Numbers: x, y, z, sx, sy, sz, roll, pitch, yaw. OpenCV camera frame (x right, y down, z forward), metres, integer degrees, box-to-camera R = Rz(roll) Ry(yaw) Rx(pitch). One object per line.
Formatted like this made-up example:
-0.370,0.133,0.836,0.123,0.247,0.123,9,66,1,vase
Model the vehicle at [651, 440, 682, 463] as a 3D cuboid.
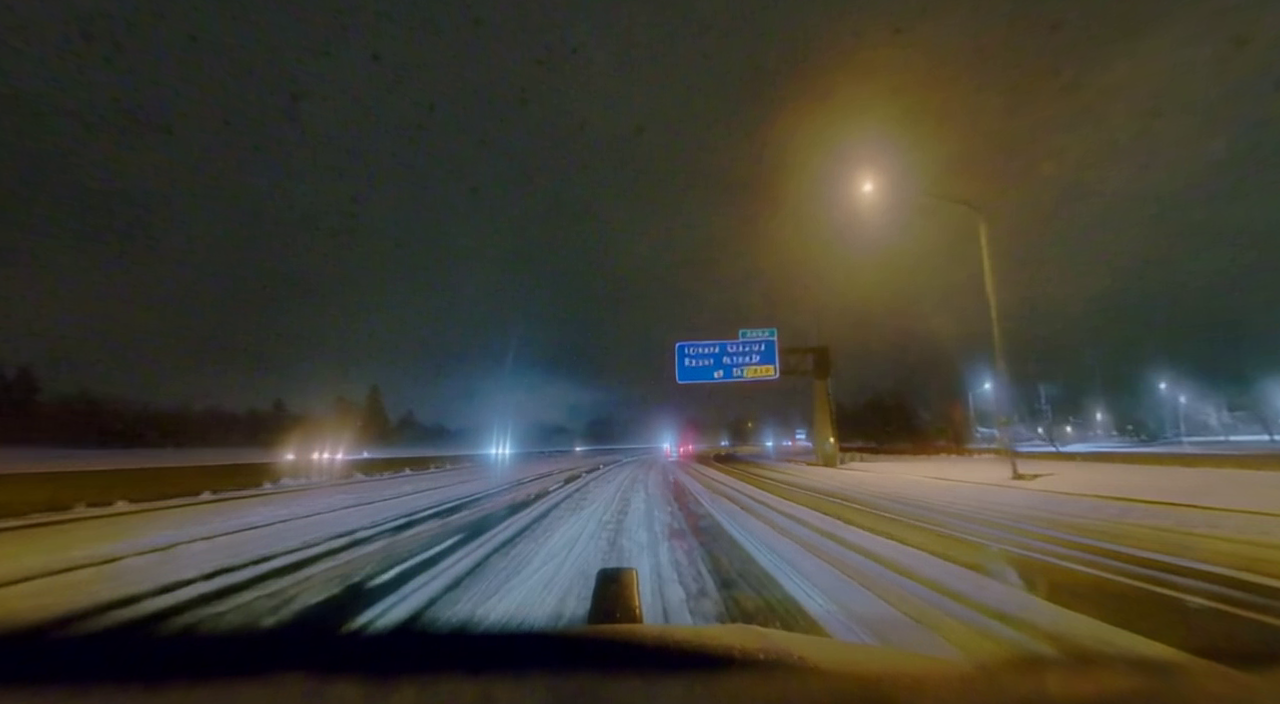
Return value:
2.026,7.773,49.499,2.224,1.738,4.376,0,-9,0,vehicle
